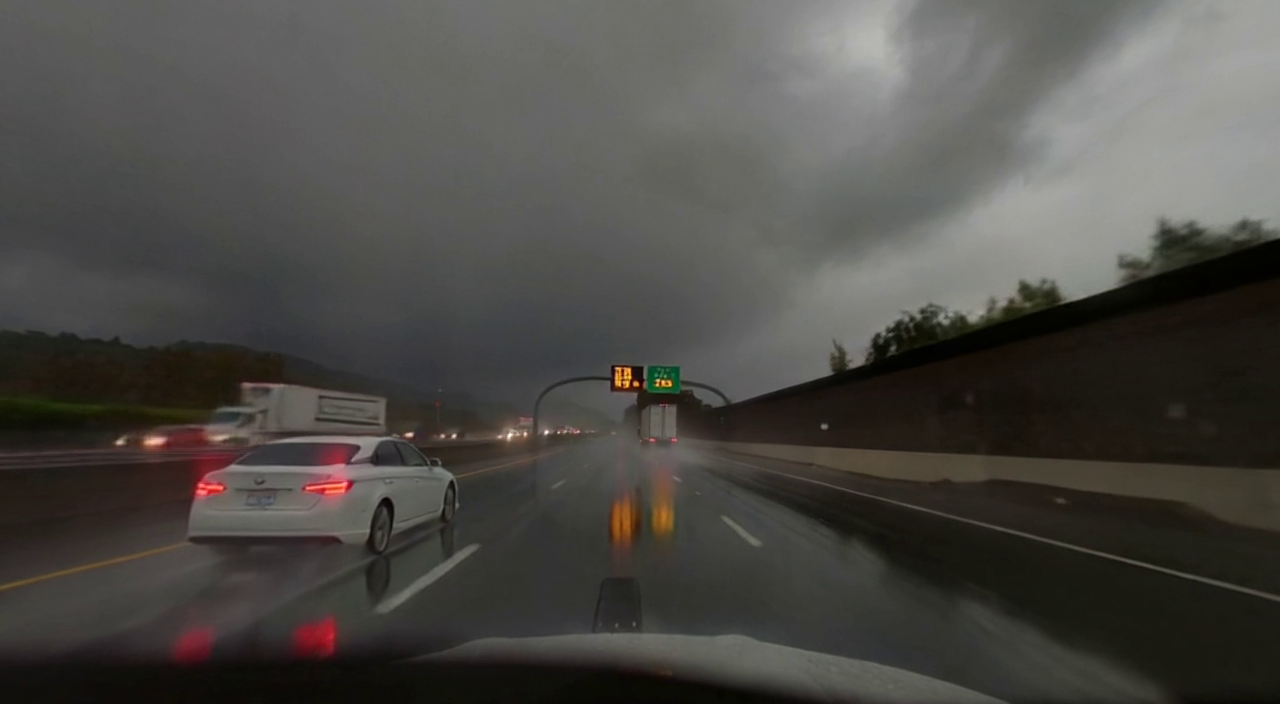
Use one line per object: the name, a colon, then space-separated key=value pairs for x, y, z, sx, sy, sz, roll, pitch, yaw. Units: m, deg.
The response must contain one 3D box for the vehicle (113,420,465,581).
vehicle: x=-3.804 y=1.646 z=7.974 sx=1.971 sy=1.444 sz=4.401 roll=0 pitch=-8 yaw=-1
